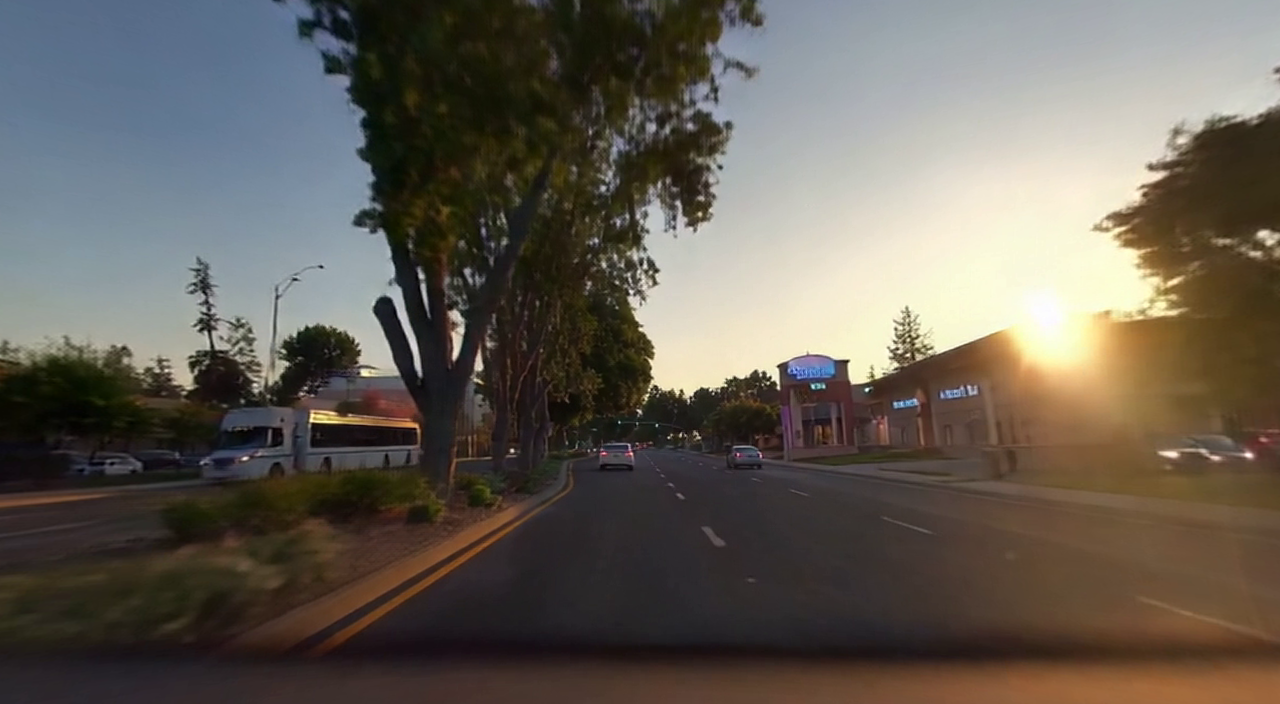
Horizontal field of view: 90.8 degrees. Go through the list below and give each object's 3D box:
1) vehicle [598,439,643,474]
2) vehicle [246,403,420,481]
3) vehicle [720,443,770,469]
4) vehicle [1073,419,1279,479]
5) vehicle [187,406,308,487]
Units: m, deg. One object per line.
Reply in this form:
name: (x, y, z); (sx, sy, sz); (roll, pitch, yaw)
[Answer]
vehicle: (-1.044, 5.121, 31.214); (2.072, 1.545, 4.578); (0, -8, -4)
vehicle: (-19.414, 6.076, 42.345); (3.133, 4.167, 16.699); (0, -8, 1)
vehicle: (6.385, 6.387, 39.083); (2.075, 1.475, 4.571); (0, -8, -3)
vehicle: (19.231, 3.429, 22.399); (5.909, 1.970, 2.365); (0, -8, 0)
vehicle: (-19.553, 4.724, 31.813); (2.986, 3.786, 4.453); (0, -8, 1)
